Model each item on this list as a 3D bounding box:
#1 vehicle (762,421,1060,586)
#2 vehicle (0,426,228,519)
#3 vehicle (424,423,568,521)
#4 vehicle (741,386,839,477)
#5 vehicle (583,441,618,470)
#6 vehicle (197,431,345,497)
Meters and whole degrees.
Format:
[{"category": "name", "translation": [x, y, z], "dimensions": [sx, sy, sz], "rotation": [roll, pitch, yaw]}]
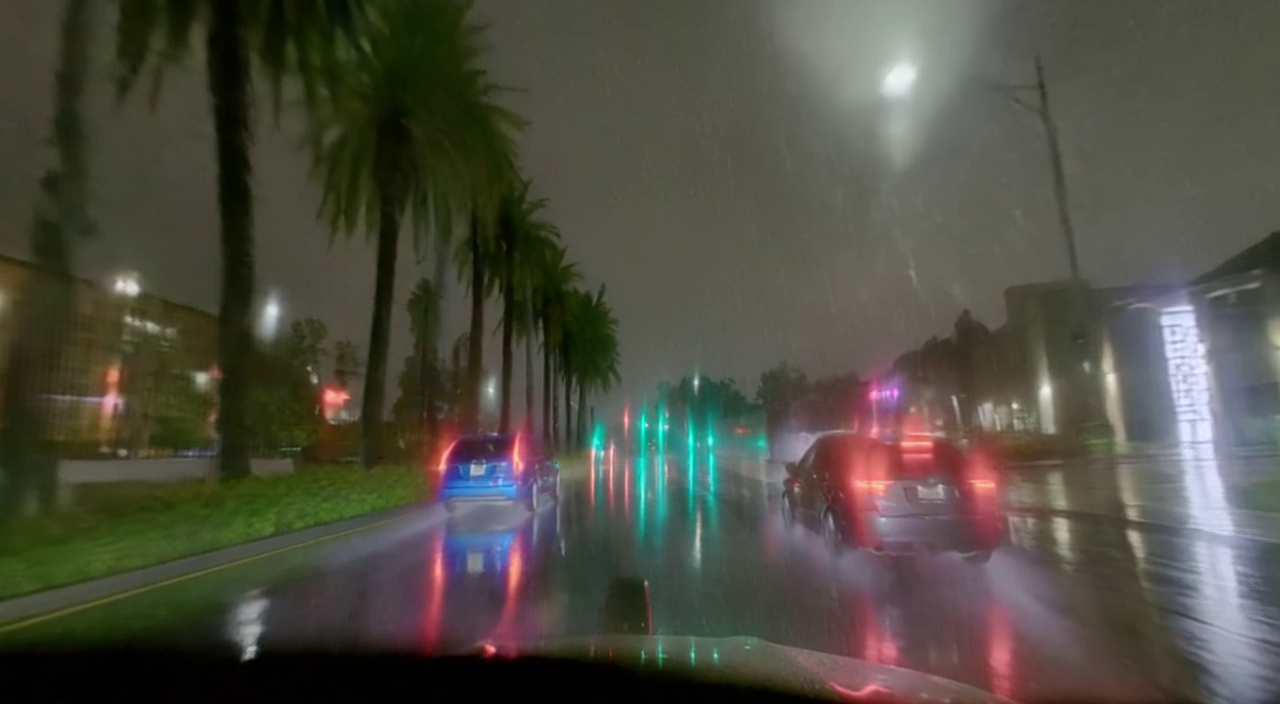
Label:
[{"category": "vehicle", "translation": [2.944, 1.729, 8.028], "dimensions": [1.946, 1.513, 4.133], "rotation": [0, -8, 0]}, {"category": "vehicle", "translation": [-21.653, 4.885, 26.479], "dimensions": [2.989, 3.225, 8.285], "rotation": [0, -9, 1]}, {"category": "vehicle", "translation": [-2.950, 2.578, 14.053], "dimensions": [2.058, 1.804, 4.391], "rotation": [-1, -8, 1]}, {"category": "vehicle", "translation": [7.225, 4.076, 31.805], "dimensions": [2.902, 3.992, 8.073], "rotation": [0, -8, 0]}, {"category": "vehicle", "translation": [-2.495, 6.703, 40.892], "dimensions": [1.998, 1.743, 4.402], "rotation": [0, -8, 0]}, {"category": "vehicle", "translation": [-21.411, 6.538, 37.508], "dimensions": [3.030, 3.354, 9.135], "rotation": [-1, -9, 2]}]
